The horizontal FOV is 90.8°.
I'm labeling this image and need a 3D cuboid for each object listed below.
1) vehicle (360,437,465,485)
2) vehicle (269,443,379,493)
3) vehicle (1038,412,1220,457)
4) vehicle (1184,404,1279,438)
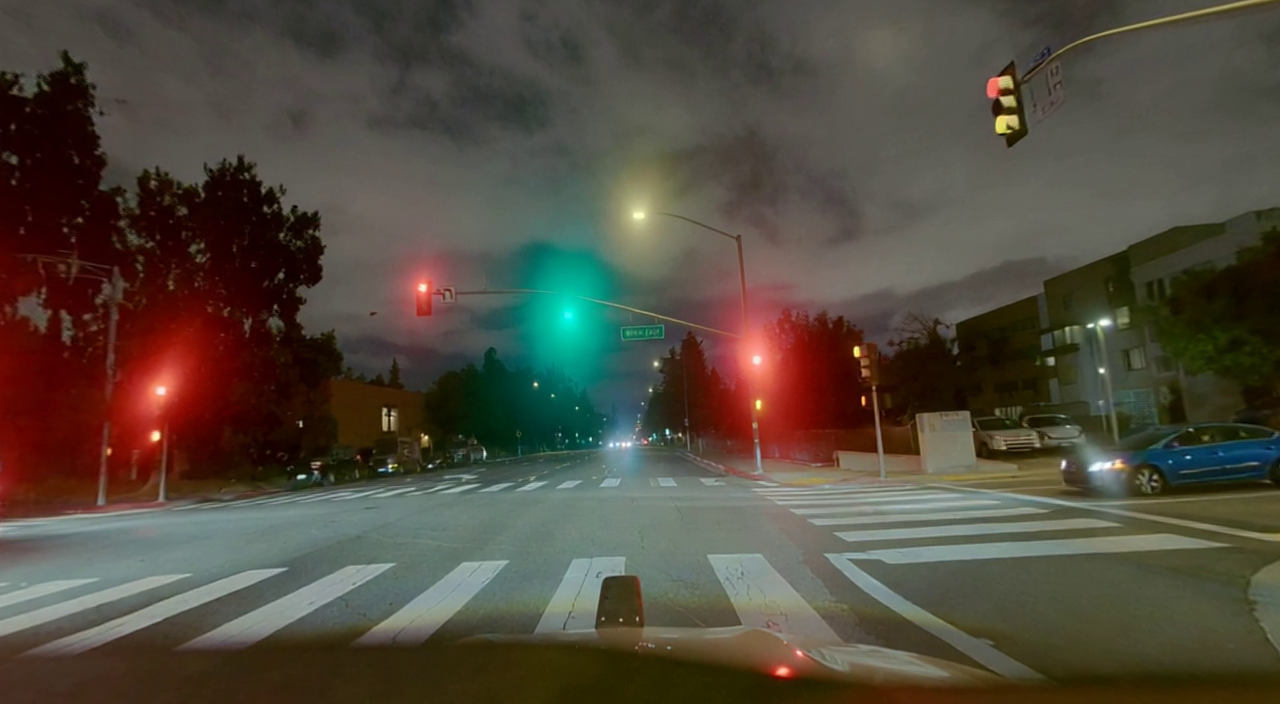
[{"bbox_3d":[-10.187,4.921,28.943,2.664,1.940,5.702,0,-9,0],"label":"vehicle"},{"bbox_3d":[-13.814,5.069,28.036,2.306,1.957,4.968,0,-9,-1],"label":"vehicle"},{"bbox_3d":[16.906,2.913,22.135,4.560,1.453,1.851,-3,-9,18],"label":"vehicle"},{"bbox_3d":[34.801,4.020,36.663,4.326,1.511,1.725,-8,-9,16],"label":"vehicle"}]
